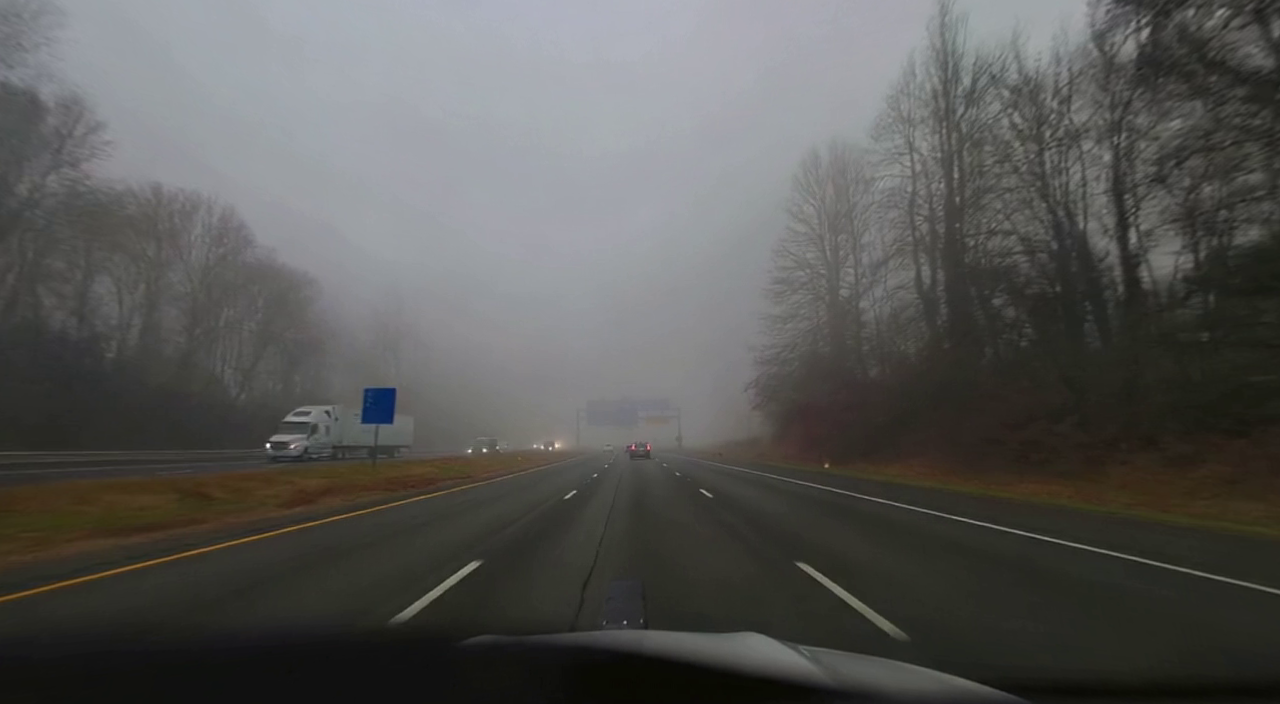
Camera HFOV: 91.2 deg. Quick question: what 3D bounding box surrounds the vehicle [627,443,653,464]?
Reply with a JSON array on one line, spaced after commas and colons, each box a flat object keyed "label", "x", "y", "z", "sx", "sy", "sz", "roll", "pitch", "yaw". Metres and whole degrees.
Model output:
[{"label": "vehicle", "x": -0.001, "y": 7.506, "z": 46.648, "sx": 1.859, "sy": 1.478, "sz": 3.799, "roll": 0, "pitch": -8, "yaw": 0}]

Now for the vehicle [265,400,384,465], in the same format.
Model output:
[{"label": "vehicle", "x": -21.197, "y": 5.637, "z": 43.081, "sx": 2.940, "sy": 3.918, "sz": 9.839, "roll": 0, "pitch": -9, "yaw": 0}]
